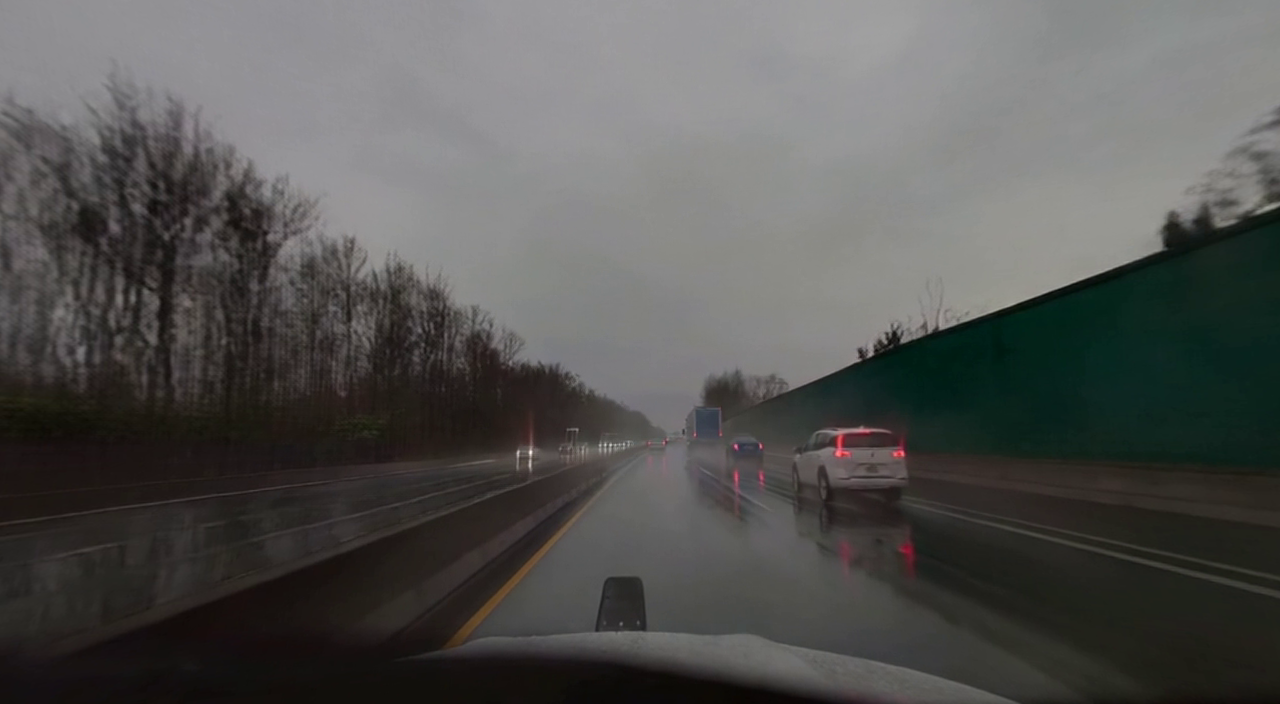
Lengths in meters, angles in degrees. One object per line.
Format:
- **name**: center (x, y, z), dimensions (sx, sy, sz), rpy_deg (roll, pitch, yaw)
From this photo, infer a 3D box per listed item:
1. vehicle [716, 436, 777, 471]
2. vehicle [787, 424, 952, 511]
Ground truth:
- **vehicle**: center (4.808, 4.642, 29.095), dimensions (2.000, 1.473, 4.440), rpy_deg (0, -8, -1)
- **vehicle**: center (4.604, 2.370, 13.377), dimensions (1.940, 1.539, 4.005), rpy_deg (0, -8, -1)
